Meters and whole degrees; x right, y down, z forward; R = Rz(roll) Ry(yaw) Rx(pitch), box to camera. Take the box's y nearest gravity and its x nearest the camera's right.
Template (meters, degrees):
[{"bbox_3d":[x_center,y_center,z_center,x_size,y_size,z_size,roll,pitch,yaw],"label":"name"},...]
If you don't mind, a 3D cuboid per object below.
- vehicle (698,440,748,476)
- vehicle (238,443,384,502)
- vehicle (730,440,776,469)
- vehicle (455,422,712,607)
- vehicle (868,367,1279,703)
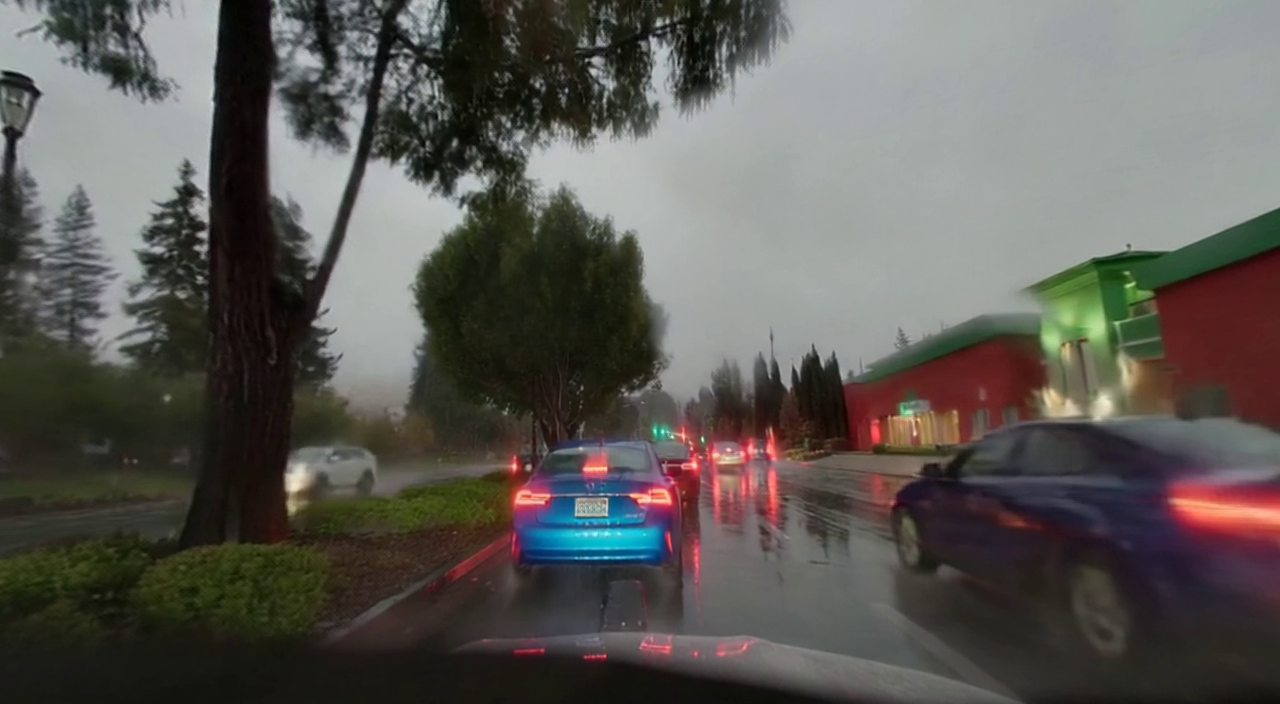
[{"bbox_3d":[4.097,5.302,31.643,1.946,1.648,4.230,0,-9,1],"label":"vehicle"},{"bbox_3d":[-11.964,4.388,23.472,2.257,1.904,5.751,0,-9,1],"label":"vehicle"},{"bbox_3d":[7.804,7.097,43.741,2.253,1.854,5.409,0,-9,1],"label":"vehicle"},{"bbox_3d":[-0.471,1.642,7.250,2.111,1.506,4.018,0,-8,0],"label":"vehicle"},{"bbox_3d":[3.608,1.199,5.061,1.971,1.637,4.317,0,-8,1],"label":"vehicle"}]
